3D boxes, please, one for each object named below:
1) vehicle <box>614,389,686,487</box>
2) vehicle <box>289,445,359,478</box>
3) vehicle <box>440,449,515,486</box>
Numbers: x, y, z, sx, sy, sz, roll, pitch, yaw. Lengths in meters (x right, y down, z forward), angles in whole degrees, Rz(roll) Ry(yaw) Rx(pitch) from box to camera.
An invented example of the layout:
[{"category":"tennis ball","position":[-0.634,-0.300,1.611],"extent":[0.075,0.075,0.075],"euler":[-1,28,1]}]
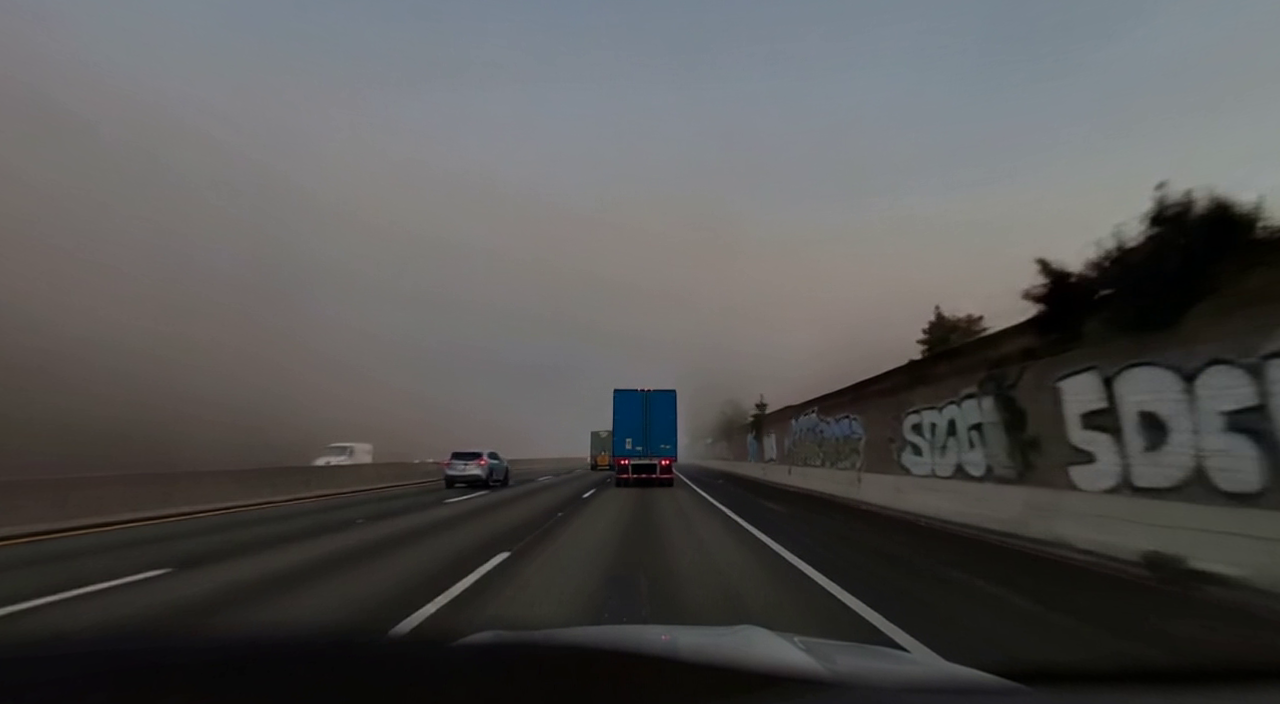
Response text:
[{"category":"vehicle","position":[0.446,4.413,31.715],"extent":[2.997,4.069,10.871],"euler":[0,-9,0]},{"category":"vehicle","position":[-19.608,6.807,39.336],"extent":[1.987,1.948,4.363],"euler":[0,-9,1]},{"category":"vehicle","position":[-7.224,5.177,28.622],"extent":[1.998,1.529,4.850],"euler":[0,-9,2]}]
